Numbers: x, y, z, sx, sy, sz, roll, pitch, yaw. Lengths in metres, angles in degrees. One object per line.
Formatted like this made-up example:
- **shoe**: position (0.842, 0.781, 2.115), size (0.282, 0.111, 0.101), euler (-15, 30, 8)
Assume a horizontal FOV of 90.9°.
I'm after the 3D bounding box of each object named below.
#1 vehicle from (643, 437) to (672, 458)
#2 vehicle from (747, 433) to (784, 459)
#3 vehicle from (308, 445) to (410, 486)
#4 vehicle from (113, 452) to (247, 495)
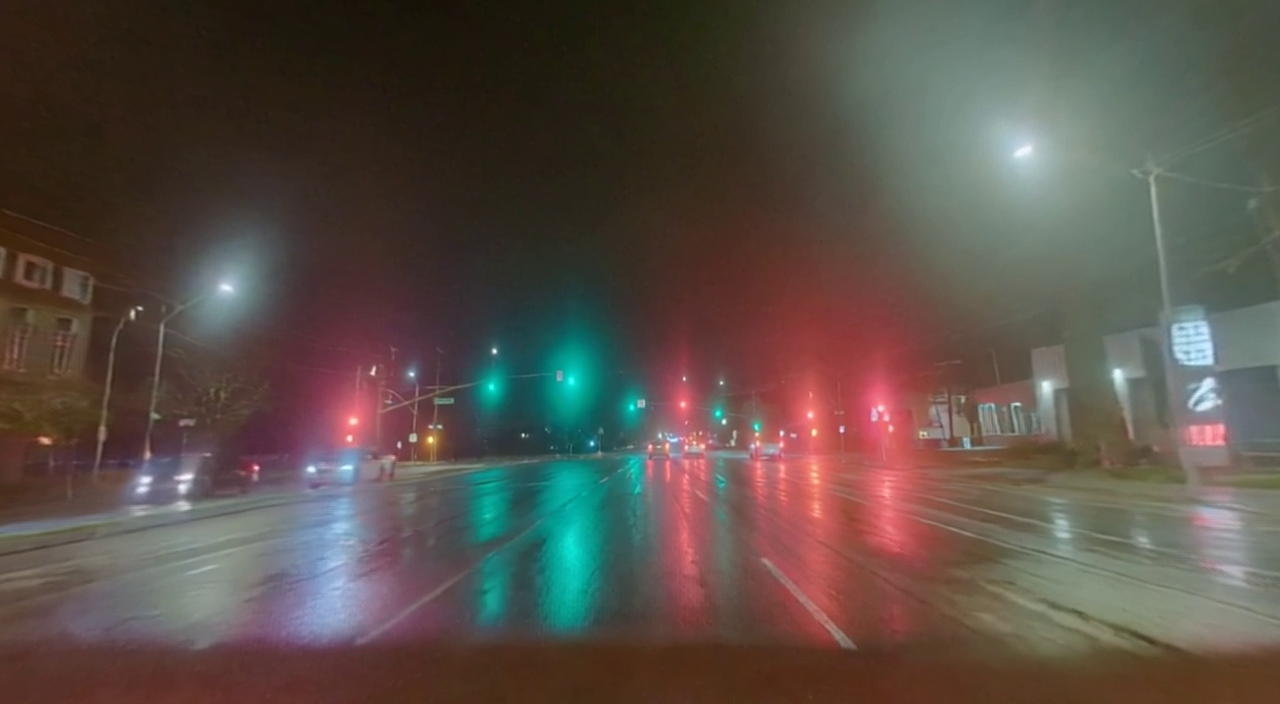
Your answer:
- **vehicle**: position (1.301, 7.201, 47.445), size (2.099, 1.516, 4.681), euler (0, -9, 2)
- **vehicle**: position (9.578, 7.218, 48.484), size (2.132, 1.892, 4.851), euler (-1, -8, 3)
- **vehicle**: position (-11.200, 4.538, 25.555), size (1.943, 1.463, 4.707), euler (0, -9, 1)
- **vehicle**: position (-18.325, 4.834, 25.451), size (1.939, 1.500, 4.547), euler (0, -9, 1)
